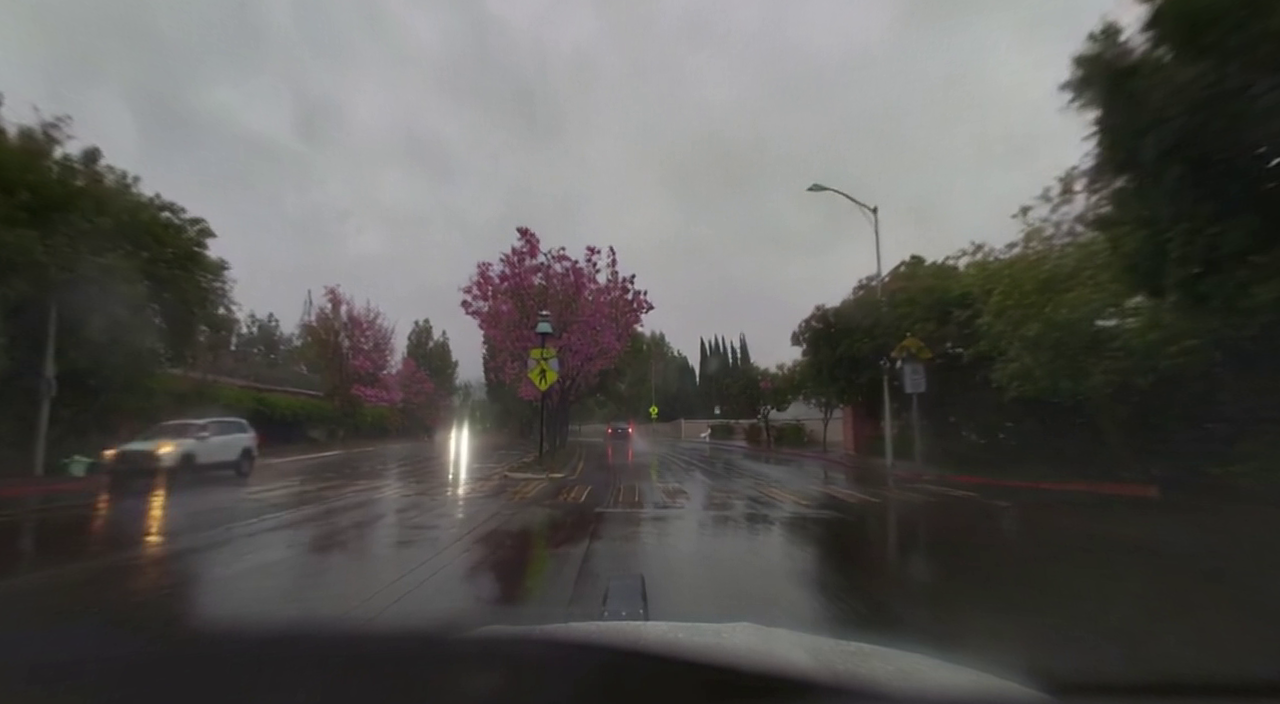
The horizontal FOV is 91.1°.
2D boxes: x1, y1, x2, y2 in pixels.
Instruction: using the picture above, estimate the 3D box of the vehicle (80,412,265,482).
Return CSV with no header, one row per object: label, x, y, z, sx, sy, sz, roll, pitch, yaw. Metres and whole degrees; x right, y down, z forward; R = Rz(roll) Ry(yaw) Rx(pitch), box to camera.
vehicle,-14.605,3.030,20.132,2.182,1.933,4.940,1,-8,-2
